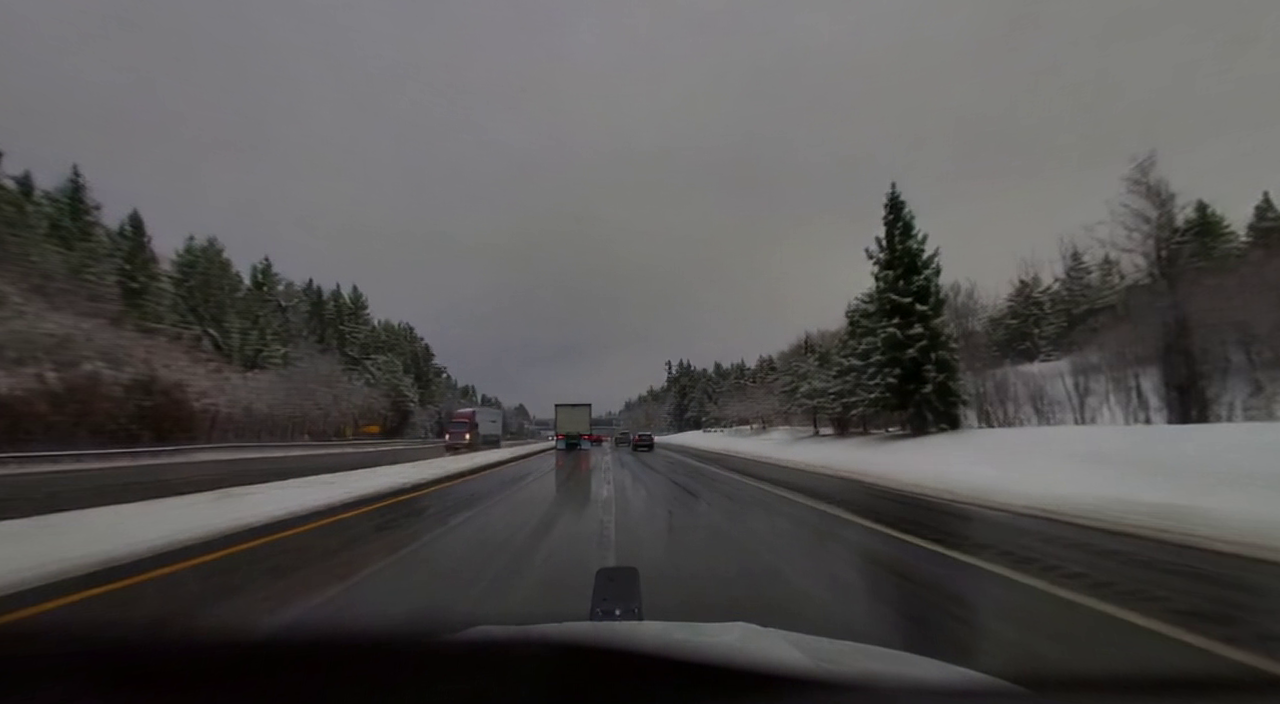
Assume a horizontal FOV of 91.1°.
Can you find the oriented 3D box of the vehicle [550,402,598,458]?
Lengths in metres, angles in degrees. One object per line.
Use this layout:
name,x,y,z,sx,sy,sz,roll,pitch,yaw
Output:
vehicle,-3.904,4.839,38.663,2.450,3.098,6.965,0,-8,-2
